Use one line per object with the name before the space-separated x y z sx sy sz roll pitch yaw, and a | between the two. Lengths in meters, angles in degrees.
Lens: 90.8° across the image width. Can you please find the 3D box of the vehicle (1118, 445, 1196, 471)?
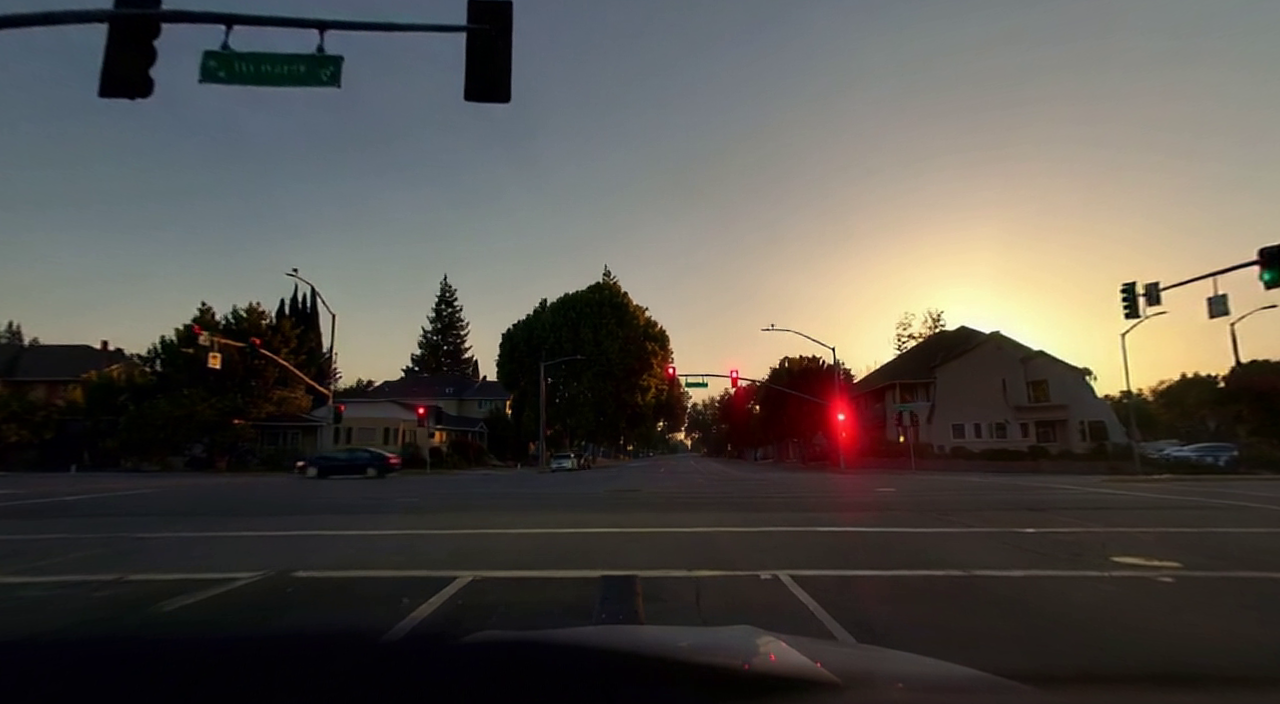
vehicle | 37.136 7.590 45.531 1.853 1.723 4.460 0 -9 0

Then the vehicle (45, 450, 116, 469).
vehicle | -43.922 8.421 49.647 3.949 1.422 1.744 0 -9 2

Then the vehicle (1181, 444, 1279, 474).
vehicle | 37.903 6.837 40.547 1.915 1.773 4.499 1 -9 -9

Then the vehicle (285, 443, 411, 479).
vehicle | -12.646 4.732 27.585 4.560 1.463 1.858 0 -9 1
